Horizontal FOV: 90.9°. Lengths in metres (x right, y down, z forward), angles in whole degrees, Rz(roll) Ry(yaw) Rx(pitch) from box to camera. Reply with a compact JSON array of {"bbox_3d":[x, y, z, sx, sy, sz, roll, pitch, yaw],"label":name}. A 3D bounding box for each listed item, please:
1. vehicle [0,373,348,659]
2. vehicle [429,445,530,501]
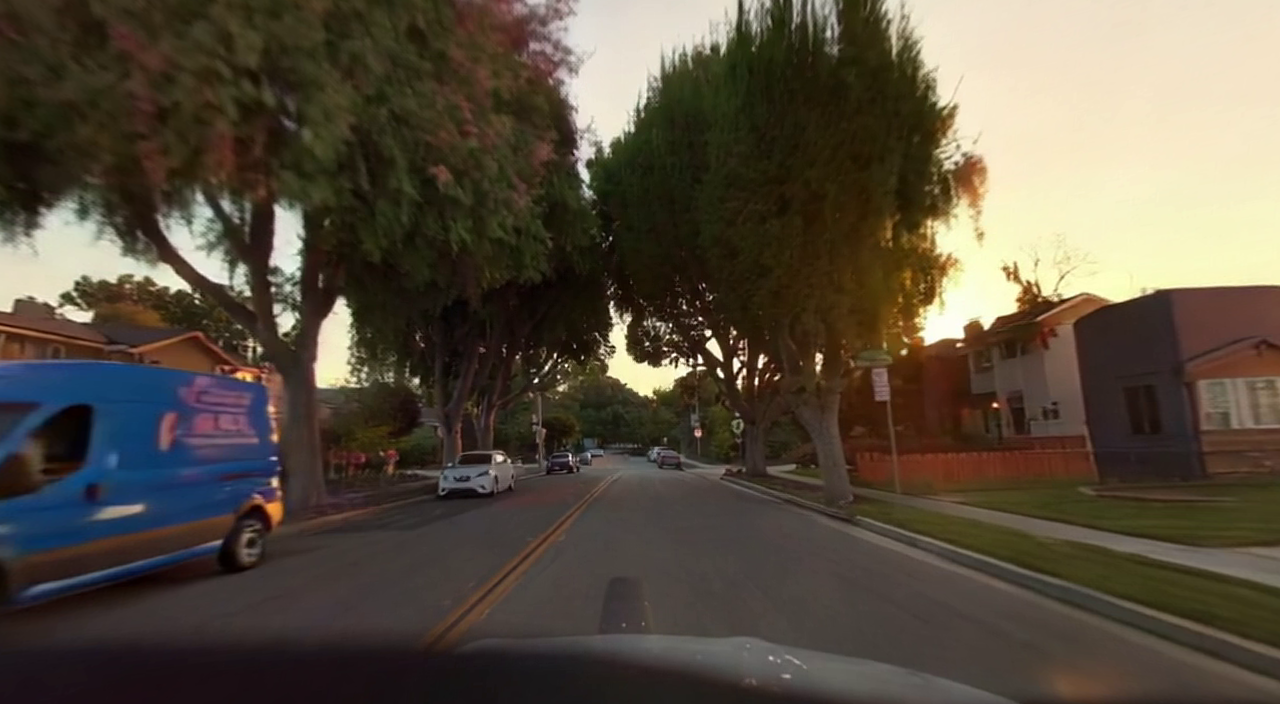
[{"bbox_3d":[-5.666,1.518,6.893,2.315,2.008,5.343,0,-8,1],"label":"vehicle"},{"bbox_3d":[-4.988,3.805,20.309,2.038,1.571,4.524,0,-8,0],"label":"vehicle"}]
